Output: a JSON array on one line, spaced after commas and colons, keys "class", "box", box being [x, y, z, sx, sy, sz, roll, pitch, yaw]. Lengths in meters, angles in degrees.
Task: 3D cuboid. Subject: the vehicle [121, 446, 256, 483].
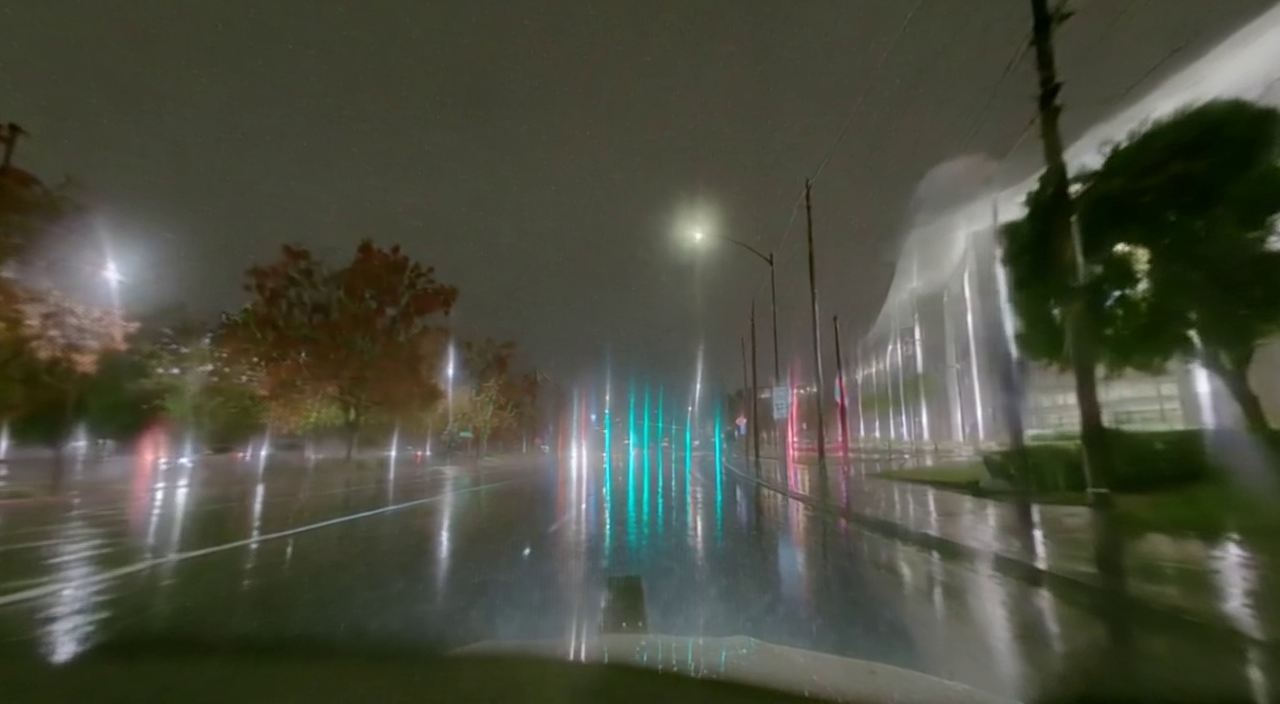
[{"class": "vehicle", "box": [-20.579, 5.108, 28.713, 4.783, 1.579, 2.157, -1, -9, 9]}]

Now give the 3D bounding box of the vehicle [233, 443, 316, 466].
[{"class": "vehicle", "box": [-26.327, 7.379, 45.255, 4.816, 1.655, 1.928, -1, -9, 4]}]
